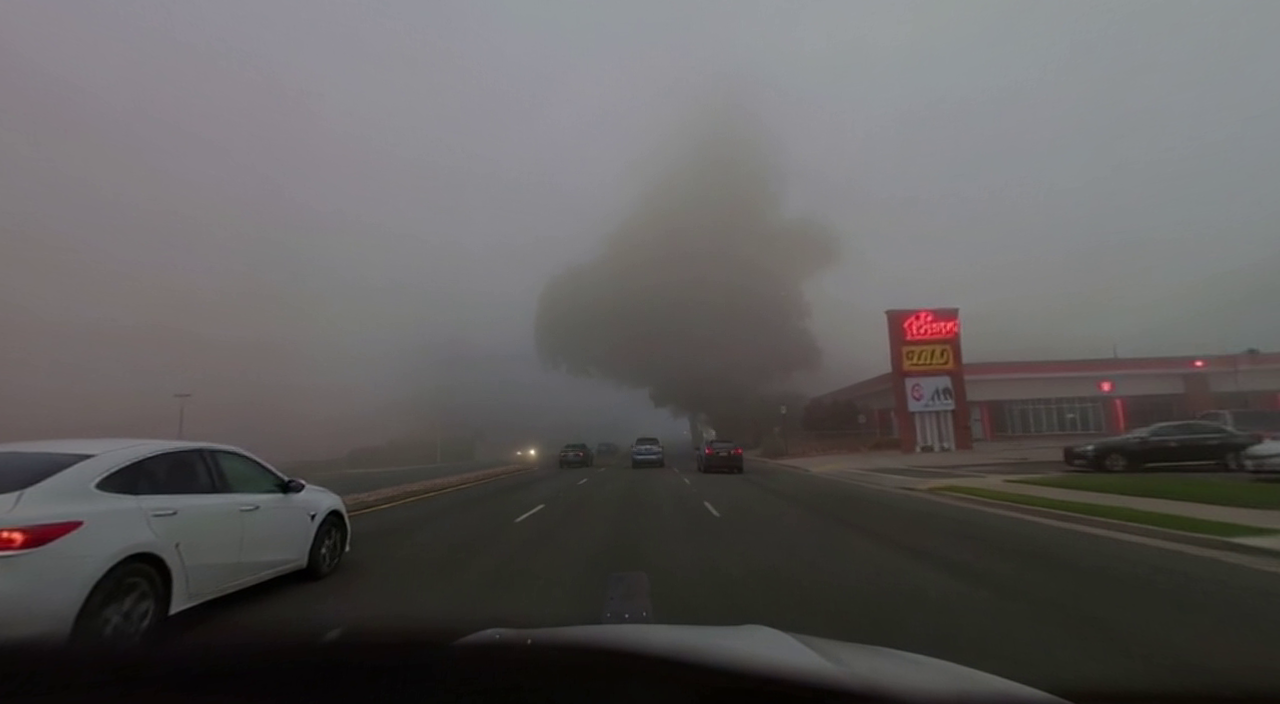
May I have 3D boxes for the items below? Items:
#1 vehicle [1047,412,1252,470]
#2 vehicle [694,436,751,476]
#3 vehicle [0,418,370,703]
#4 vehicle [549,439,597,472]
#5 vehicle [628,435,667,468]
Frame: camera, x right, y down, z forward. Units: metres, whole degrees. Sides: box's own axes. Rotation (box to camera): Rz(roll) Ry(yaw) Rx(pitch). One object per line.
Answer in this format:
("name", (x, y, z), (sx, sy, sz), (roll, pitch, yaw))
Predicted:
("vehicle", (16.793, 3.008, 21.130), (1.945, 1.690, 4.833), (4, -9, -27))
("vehicle", (3.519, 4.517, 27.542), (1.922, 1.579, 3.642), (0, -9, -1))
("vehicle", (-3.978, 1.323, 4.731), (1.908, 1.481, 4.351), (0, -9, 1))
("vehicle", (-3.567, 5.606, 34.344), (2.026, 1.665, 4.193), (0, -9, 2))
("vehicle", (0.407, 5.940, 37.794), (2.193, 1.873, 4.033), (0, -9, 0))
